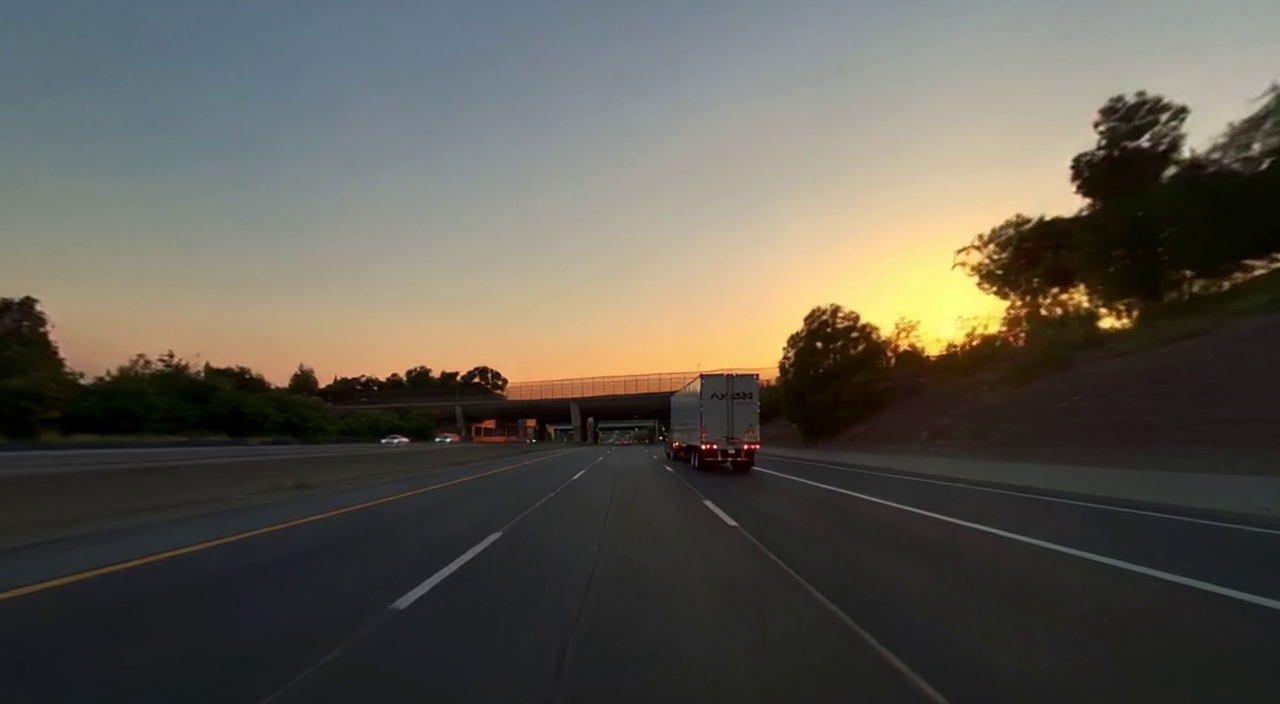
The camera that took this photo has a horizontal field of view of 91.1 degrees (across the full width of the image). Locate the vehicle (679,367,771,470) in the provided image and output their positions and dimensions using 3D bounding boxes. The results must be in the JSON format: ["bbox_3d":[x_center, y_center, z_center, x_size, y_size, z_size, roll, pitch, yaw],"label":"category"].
[{"bbox_3d":[3.571,3.199,28.962,2.880,3.986,9.103,0,-8,-1],"label":"vehicle"}]
